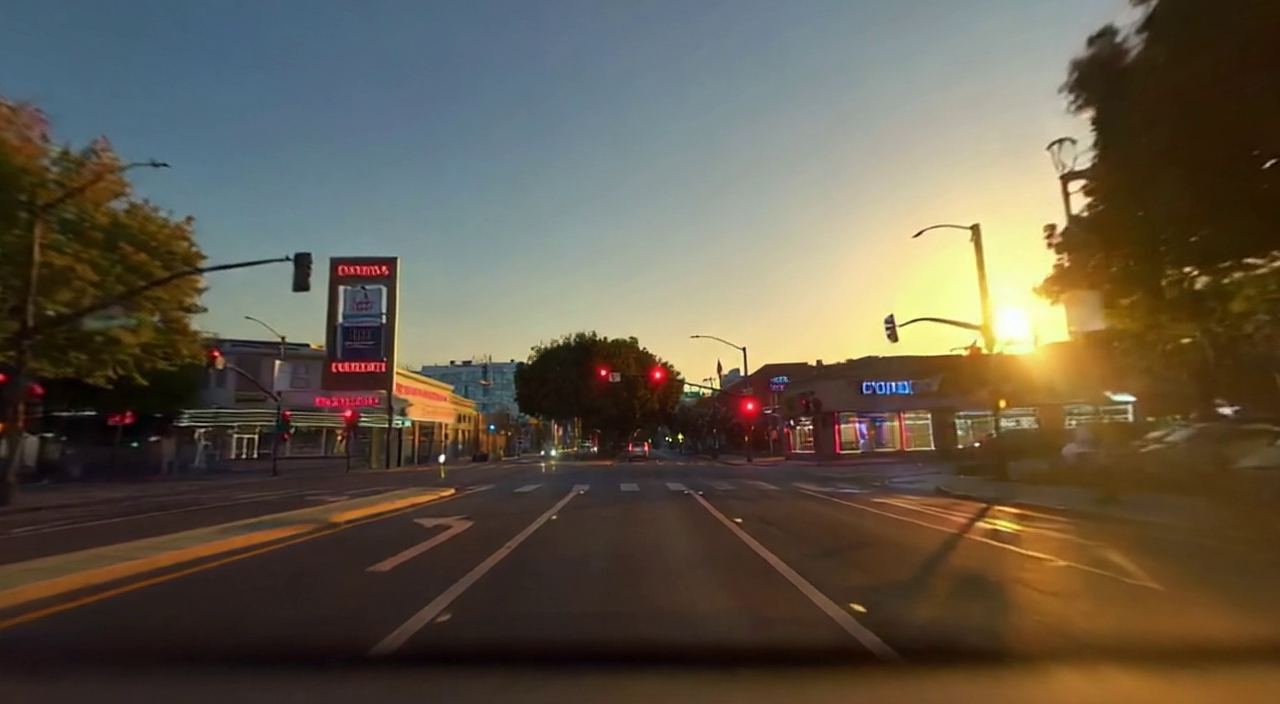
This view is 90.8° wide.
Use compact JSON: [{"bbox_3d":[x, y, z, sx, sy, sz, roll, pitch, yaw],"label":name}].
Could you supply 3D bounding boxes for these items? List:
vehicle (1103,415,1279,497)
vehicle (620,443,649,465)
[{"bbox_3d":[13.491,2.320,14.251,4.347,1.682,2.098,-3,-9,18],"label":"vehicle"},{"bbox_3d":[-0.439,7.376,46.008,2.045,1.510,3.690,0,-8,-1],"label":"vehicle"}]
